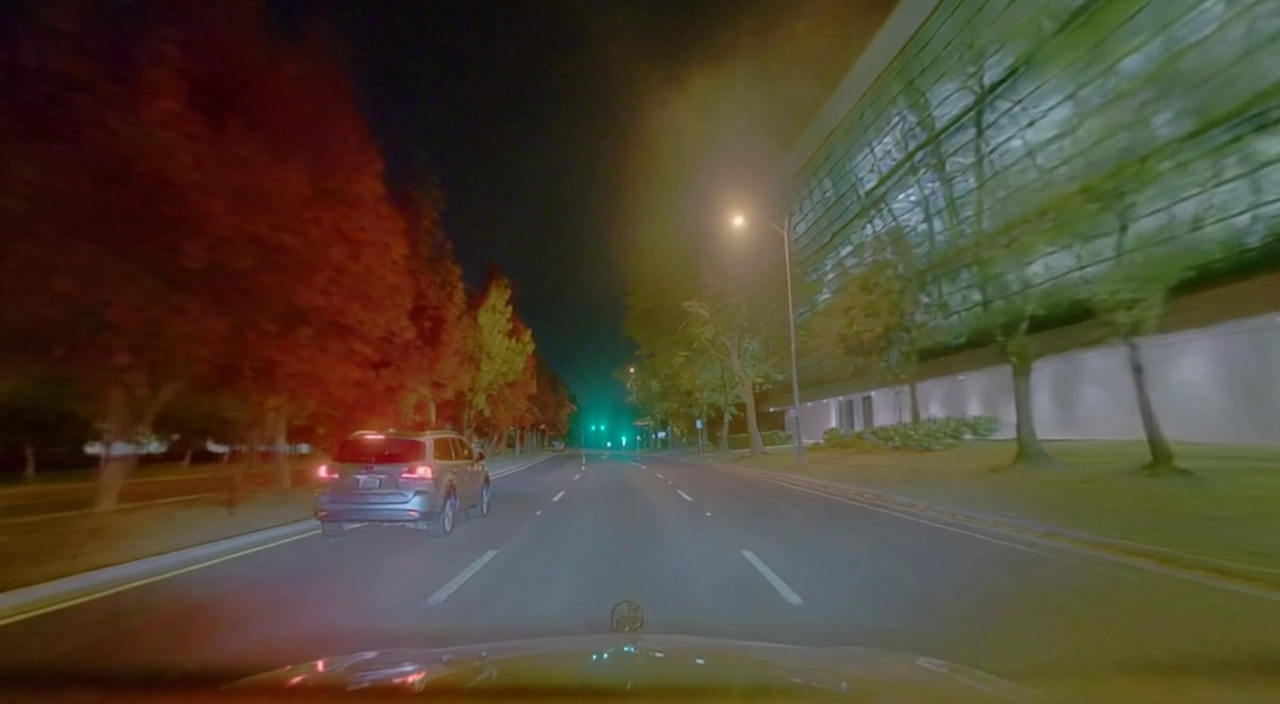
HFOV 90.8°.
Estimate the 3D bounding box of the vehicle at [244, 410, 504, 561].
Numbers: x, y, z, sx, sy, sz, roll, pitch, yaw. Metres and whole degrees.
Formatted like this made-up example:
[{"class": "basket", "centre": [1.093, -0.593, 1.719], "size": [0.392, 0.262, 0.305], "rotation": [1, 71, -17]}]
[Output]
[{"class": "vehicle", "centre": [-3.534, 1.850, 9.566], "size": [2.067, 1.700, 4.561], "rotation": [0, -8, -2]}]
